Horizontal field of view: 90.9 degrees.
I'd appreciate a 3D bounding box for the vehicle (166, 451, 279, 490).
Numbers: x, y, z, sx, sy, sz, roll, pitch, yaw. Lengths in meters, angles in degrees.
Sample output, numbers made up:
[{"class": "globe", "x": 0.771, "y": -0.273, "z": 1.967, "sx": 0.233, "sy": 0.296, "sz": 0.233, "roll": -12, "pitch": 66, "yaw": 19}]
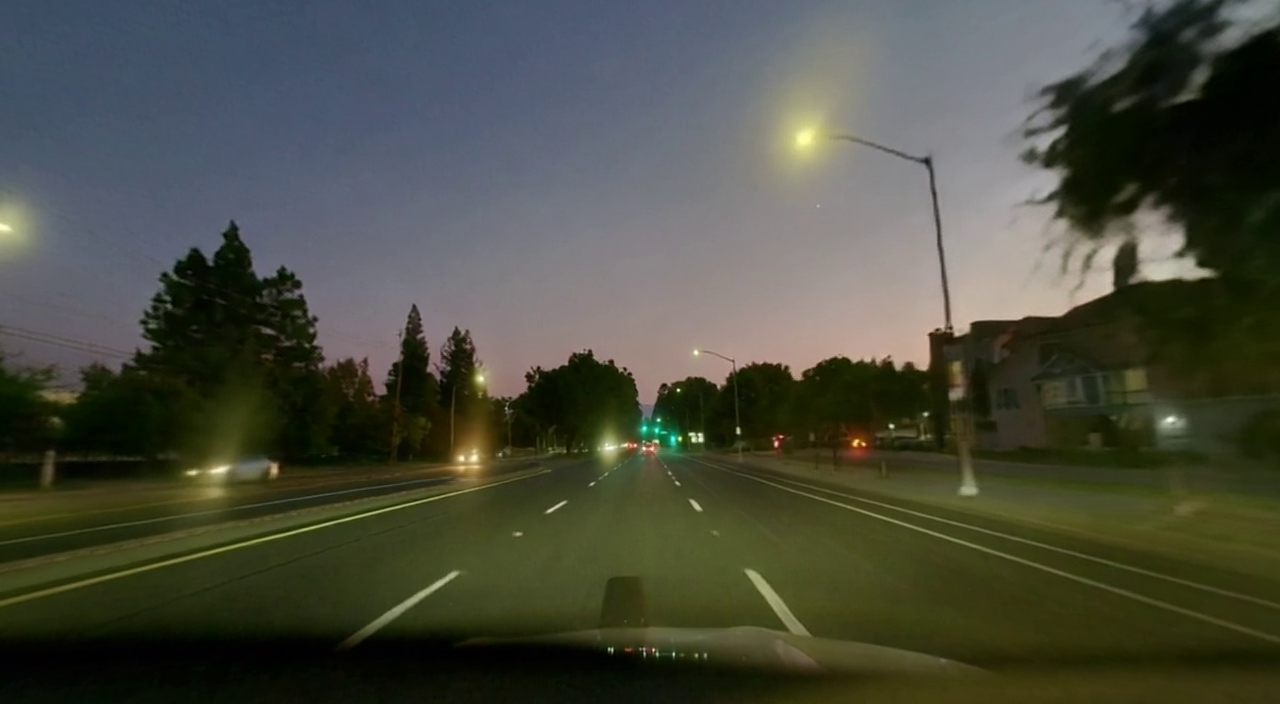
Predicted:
[{"class": "vehicle", "x": -20.173, "y": 5.716, "z": 30.777, "sx": 2.025, "sy": 1.643, "sz": 4.880, "roll": -2, "pitch": -8, "yaw": 3}]
